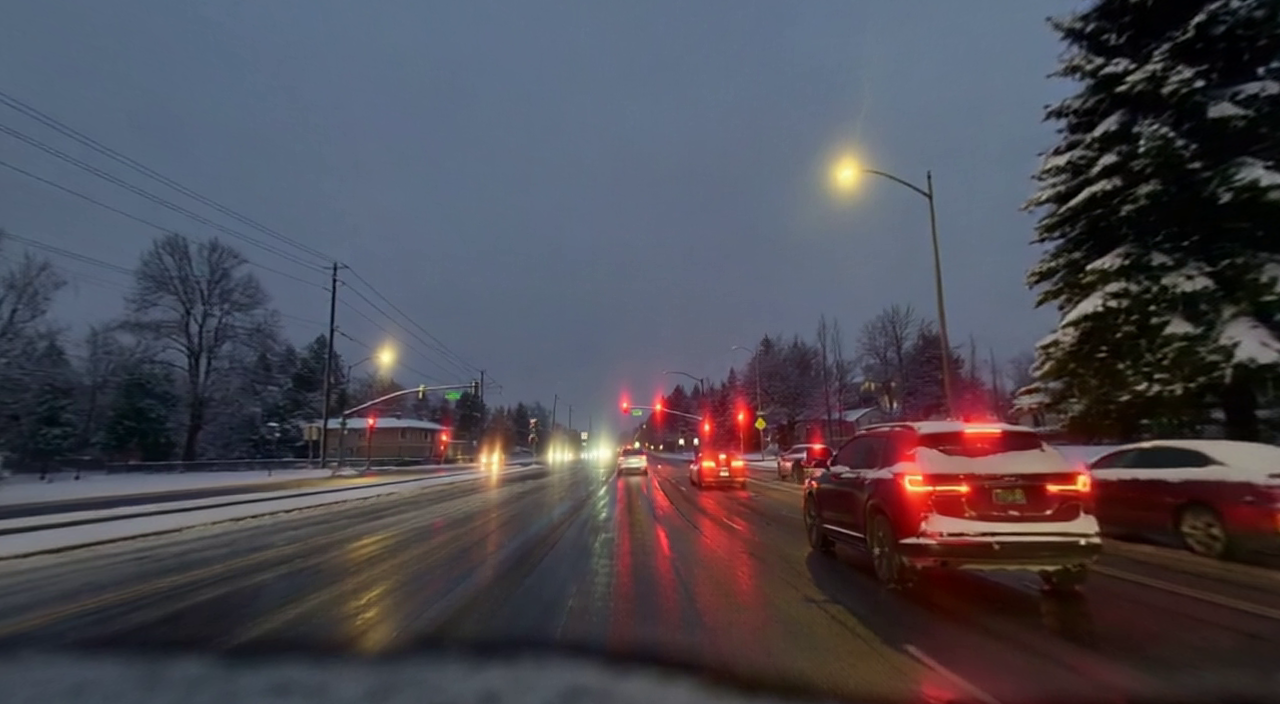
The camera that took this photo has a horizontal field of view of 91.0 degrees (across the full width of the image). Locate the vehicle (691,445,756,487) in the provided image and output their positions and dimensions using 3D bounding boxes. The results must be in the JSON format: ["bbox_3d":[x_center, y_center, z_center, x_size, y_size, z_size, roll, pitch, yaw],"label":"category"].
[{"bbox_3d":[3.086,4.322,24.105,1.889,1.451,4.180,0,-9,-1],"label":"vehicle"}]

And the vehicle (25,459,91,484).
[{"bbox_3d":[-38.337,7.840,41.431,4.260,1.501,1.892,-5,-10,30],"label":"vehicle"}]

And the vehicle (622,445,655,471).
[{"bbox_3d":[-0.131,7.263,43.330,2.146,1.685,4.003,0,-9,0],"label":"vehicle"}]

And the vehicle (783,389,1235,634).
[{"bbox_3d":[3.208,1.506,6.938,2.129,1.761,4.610,0,-9,0],"label":"vehicle"}]
